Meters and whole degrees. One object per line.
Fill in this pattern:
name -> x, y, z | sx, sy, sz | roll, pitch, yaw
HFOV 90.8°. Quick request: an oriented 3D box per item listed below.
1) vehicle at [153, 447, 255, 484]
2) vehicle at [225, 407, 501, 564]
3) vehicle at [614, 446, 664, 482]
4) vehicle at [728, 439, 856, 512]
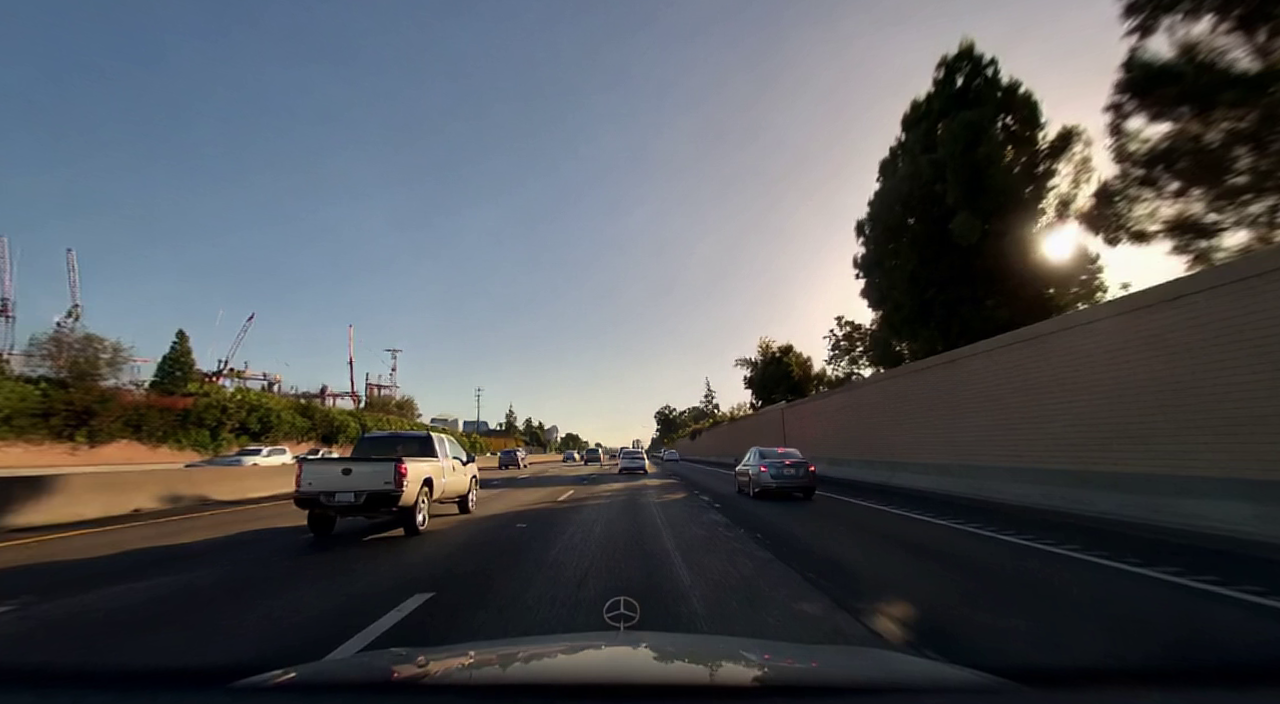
vehicle -> -23.402, 6.084, 34.176 | 2.084, 1.800, 4.788 | 0, -9, 0
vehicle -> -3.670, 1.856, 9.479 | 2.121, 1.775, 4.335 | 0, -9, 0
vehicle -> -0.090, 4.882, 27.920 | 2.045, 1.452, 4.040 | 0, -8, -1
vehicle -> 3.528, 2.943, 15.630 | 1.917, 1.507, 4.540 | 0, -9, -2
